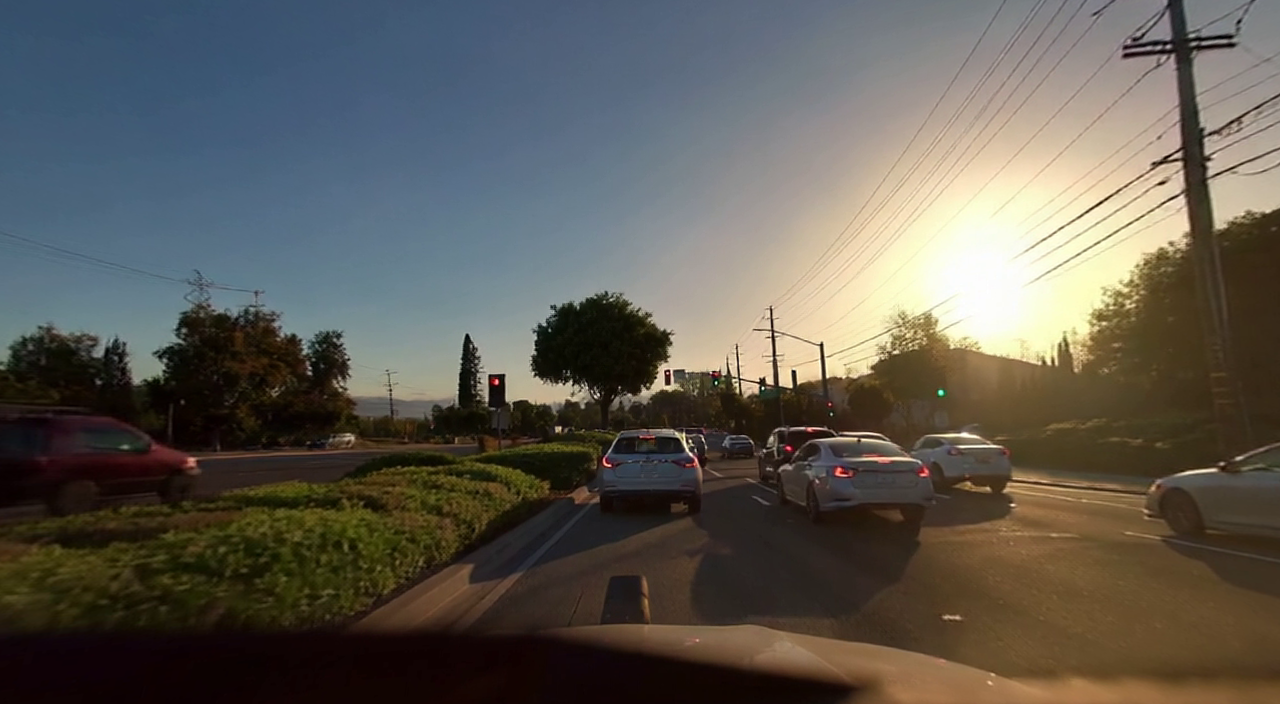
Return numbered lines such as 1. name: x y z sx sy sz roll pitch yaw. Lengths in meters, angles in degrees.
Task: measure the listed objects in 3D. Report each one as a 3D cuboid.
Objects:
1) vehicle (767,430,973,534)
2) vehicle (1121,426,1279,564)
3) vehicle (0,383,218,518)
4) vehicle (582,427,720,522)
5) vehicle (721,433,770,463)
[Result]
1. vehicle: 3.727 2.189 11.282 2.028 1.454 4.531 0 -8 1
2. vehicle: 7.904 1.556 6.886 1.905 1.483 4.469 -1 -8 3
3. vehicle: -17.632 2.898 18.666 3.085 3.375 9.783 -1 -8 3
4. vehicle: 0.195 2.287 12.347 2.208 1.498 4.401 0 -8 1
5. vehicle: 5.530 5.090 33.573 1.995 1.491 4.133 0 -8 1
